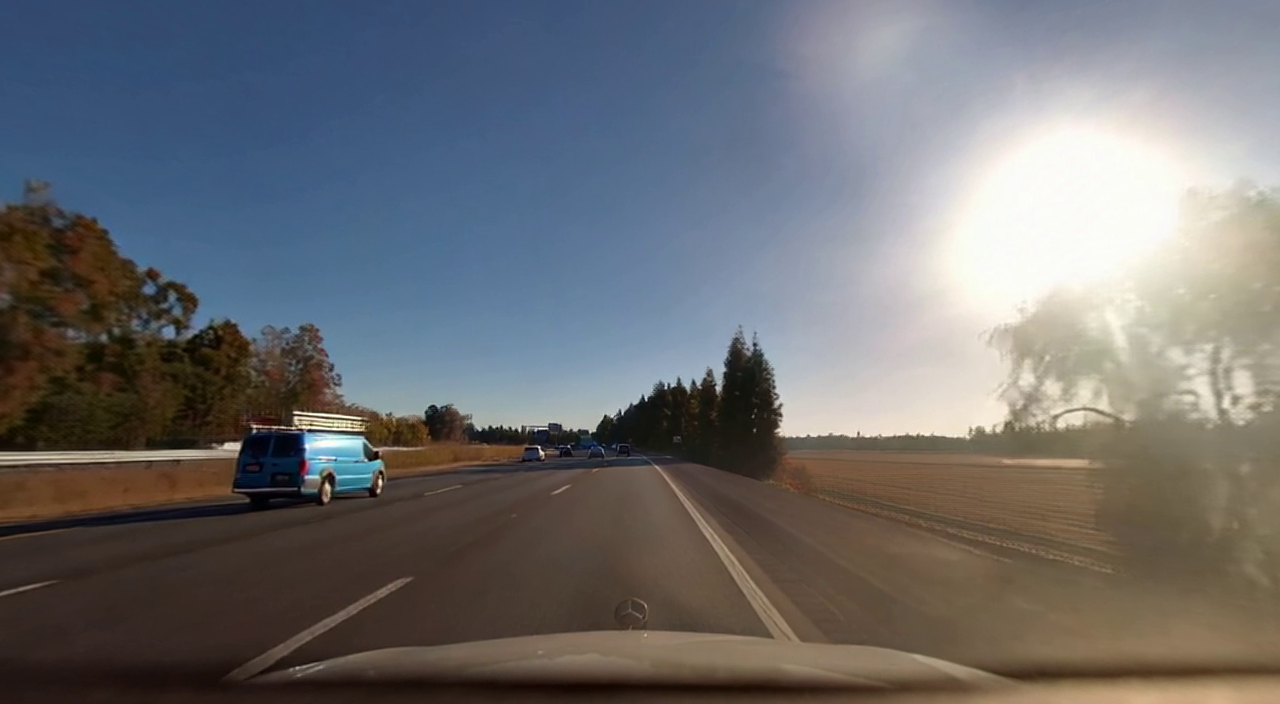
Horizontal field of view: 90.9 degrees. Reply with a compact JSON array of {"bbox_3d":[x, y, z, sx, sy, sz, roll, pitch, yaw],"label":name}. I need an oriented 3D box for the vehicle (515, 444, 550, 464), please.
[{"bbox_3d":[-8.398,8.008,49.727,1.958,1.499,4.437,0,-9,0],"label":"vehicle"}]

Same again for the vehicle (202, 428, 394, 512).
[{"bbox_3d":[-8.138,2.843,15.700,2.093,1.752,4.771,0,-9,0],"label":"vehicle"}]
